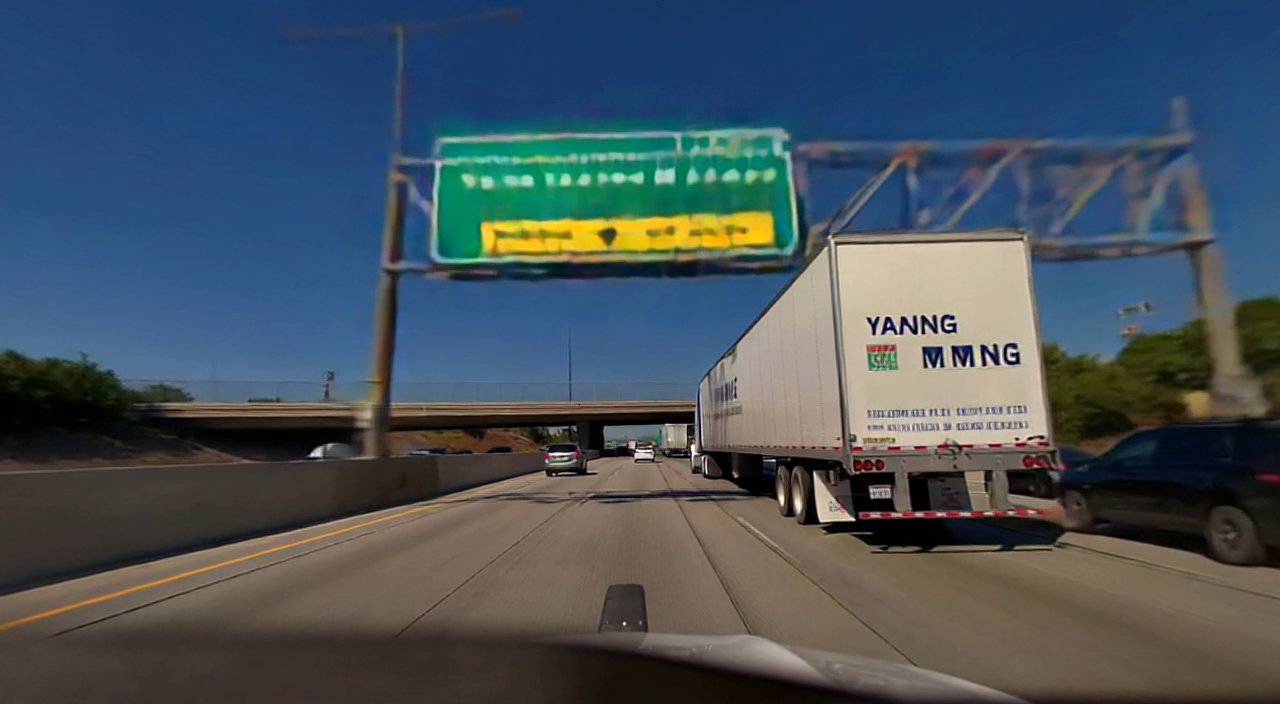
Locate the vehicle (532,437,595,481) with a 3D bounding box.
[{"bbox_3d":[-3.193,4.585,27.188,2.058,1.711,4.226,0,-9,1],"label":"vehicle"}]

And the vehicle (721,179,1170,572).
[{"bbox_3d":[3.849,1.094,12.741,2.821,4.077,12.562,0,-9,0],"label":"vehicle"}]

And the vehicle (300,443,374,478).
[{"bbox_3d":[-23.456,8.411,49.196,2.531,2.538,6.239,0,-9,0],"label":"vehicle"}]

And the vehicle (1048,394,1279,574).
[{"bbox_3d":[7.252,1.441,7.198,2.060,1.732,4.684,0,-9,0],"label":"vehicle"}]

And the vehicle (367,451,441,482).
[{"bbox_3d":[-12.459,6.060,33.676,2.044,1.481,4.822,0,-9,1],"label":"vehicle"}]

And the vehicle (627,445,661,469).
[{"bbox_3d":[0.256,6.802,41.058,2.063,1.469,4.208,0,-9,0],"label":"vehicle"}]
